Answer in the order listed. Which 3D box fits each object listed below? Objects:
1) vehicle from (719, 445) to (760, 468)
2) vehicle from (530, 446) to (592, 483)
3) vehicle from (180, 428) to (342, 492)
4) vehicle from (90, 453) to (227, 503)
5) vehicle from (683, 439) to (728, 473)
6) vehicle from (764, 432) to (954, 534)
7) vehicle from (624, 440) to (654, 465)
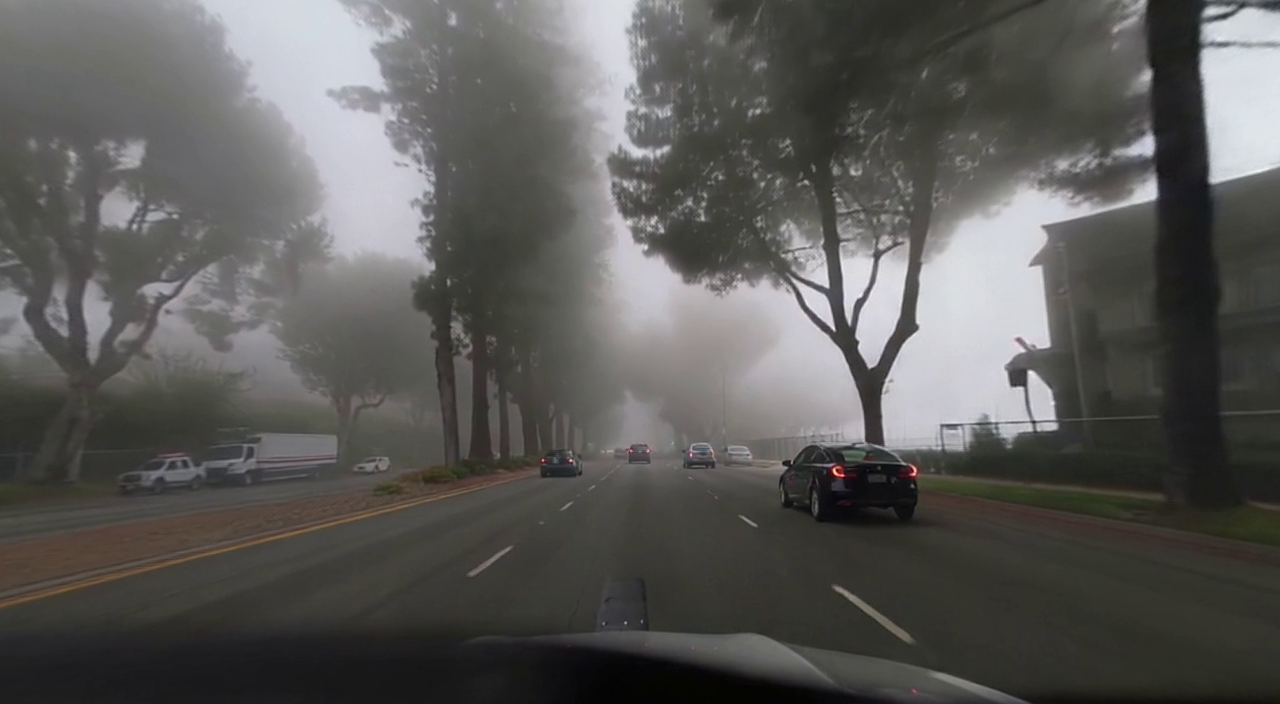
[{"bbox_3d":[6.968,7.364,44.712,2.040,1.509,4.618,0,-9,-2],"label":"vehicle"},{"bbox_3d":[-3.146,4.577,25.923,2.013,1.354,3.908,0,-9,0],"label":"vehicle"},{"bbox_3d":[-22.392,6.464,38.452,2.816,3.267,11.356,0,-9,0],"label":"vehicle"},{"bbox_3d":[-22.294,5.819,29.590,2.159,1.908,5.564,-2,-8,-1],"label":"vehicle"},{"bbox_3d":[3.551,5.755,35.045,1.980,1.709,4.367,0,-9,-1],"label":"vehicle"},{"bbox_3d":[3.667,2.265,11.501,1.919,1.502,4.232,0,-9,0],"label":"vehicle"},{"bbox_3d":[-0.128,7.863,49.304,2.247,1.882,4.603,0,-9,-1],"label":"vehicle"}]
